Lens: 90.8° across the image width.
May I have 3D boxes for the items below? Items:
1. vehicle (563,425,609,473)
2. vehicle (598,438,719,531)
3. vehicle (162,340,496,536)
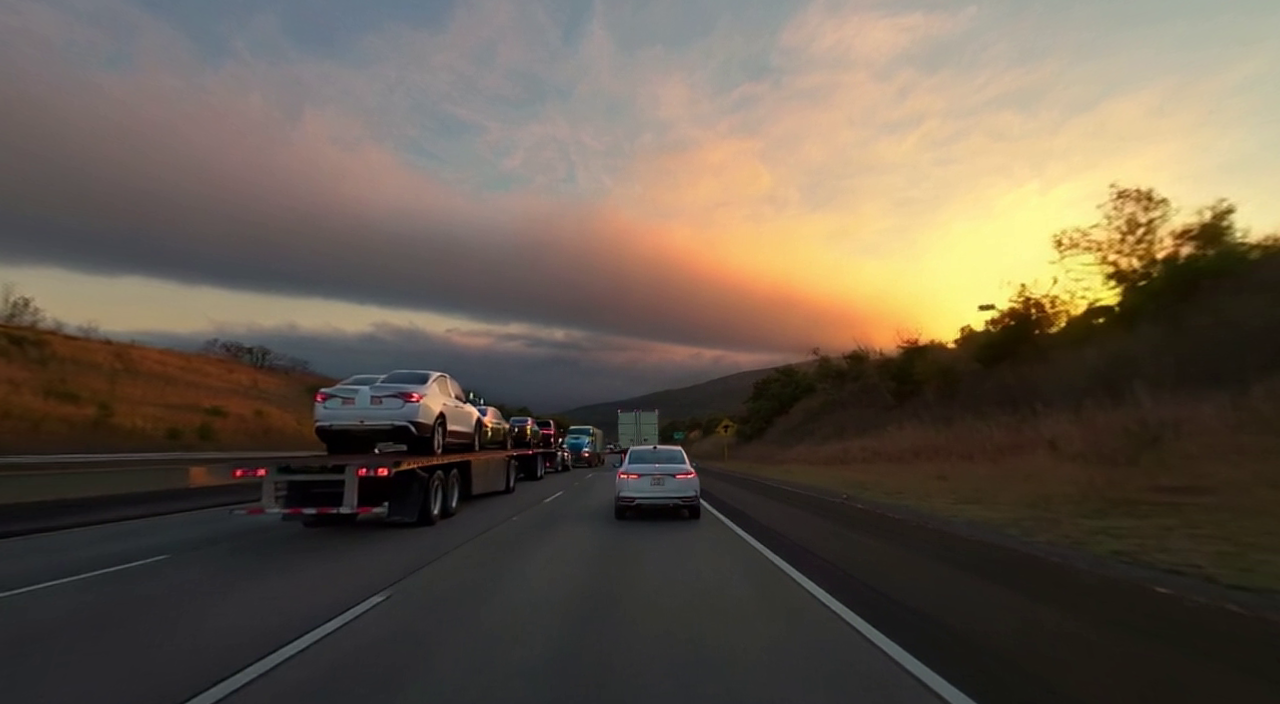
[{"bbox_3d":[-3.266,6.071,39.431,2.289,2.710,6.726,0,-9,0],"label":"vehicle"},{"bbox_3d":[0.267,2.446,12.163,1.991,1.507,3.391,0,-9,-1],"label":"vehicle"},{"bbox_3d":[-3.002,1.012,7.286,2.031,1.594,4.103,1,-9,-5],"label":"vehicle"}]
